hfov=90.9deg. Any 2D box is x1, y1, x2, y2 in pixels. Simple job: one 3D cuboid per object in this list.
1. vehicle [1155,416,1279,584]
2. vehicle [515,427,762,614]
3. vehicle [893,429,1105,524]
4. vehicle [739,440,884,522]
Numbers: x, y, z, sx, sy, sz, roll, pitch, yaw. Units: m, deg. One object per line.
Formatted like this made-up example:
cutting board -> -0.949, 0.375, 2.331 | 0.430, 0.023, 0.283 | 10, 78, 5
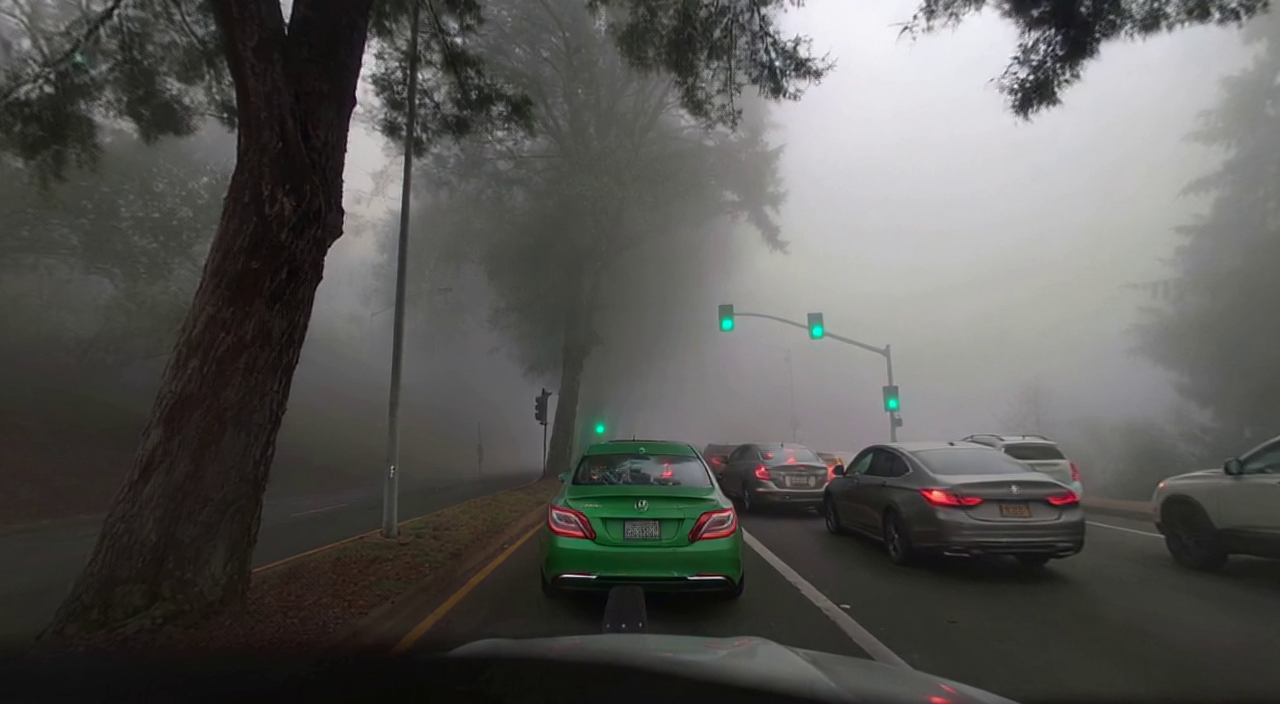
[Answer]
vehicle -> 6.929, 1.338, 5.583 | 1.783, 1.572, 3.421 | 0, -9, 1
vehicle -> 0.010, 1.688, 7.164 | 2.015, 1.502, 3.898 | 0, -9, 1
vehicle -> 7.016, 2.475, 12.943 | 1.923, 1.611, 4.094 | 0, -9, 0
vehicle -> 3.528, 2.739, 13.929 | 1.934, 1.494, 4.446 | 0, -9, 0
